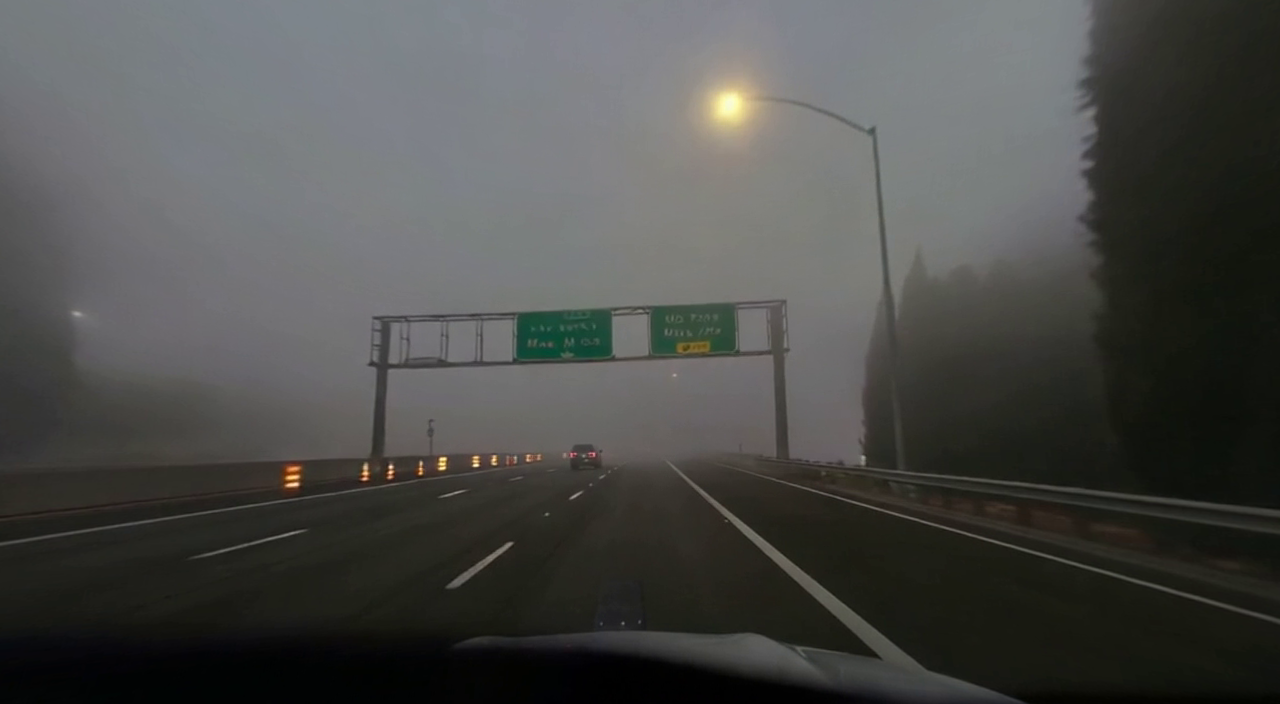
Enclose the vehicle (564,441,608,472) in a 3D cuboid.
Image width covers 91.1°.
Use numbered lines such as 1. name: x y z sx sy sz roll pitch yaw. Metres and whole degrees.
1. vehicle: -3.010 5.900 35.682 2.078 1.629 4.059 -1 -8 1
